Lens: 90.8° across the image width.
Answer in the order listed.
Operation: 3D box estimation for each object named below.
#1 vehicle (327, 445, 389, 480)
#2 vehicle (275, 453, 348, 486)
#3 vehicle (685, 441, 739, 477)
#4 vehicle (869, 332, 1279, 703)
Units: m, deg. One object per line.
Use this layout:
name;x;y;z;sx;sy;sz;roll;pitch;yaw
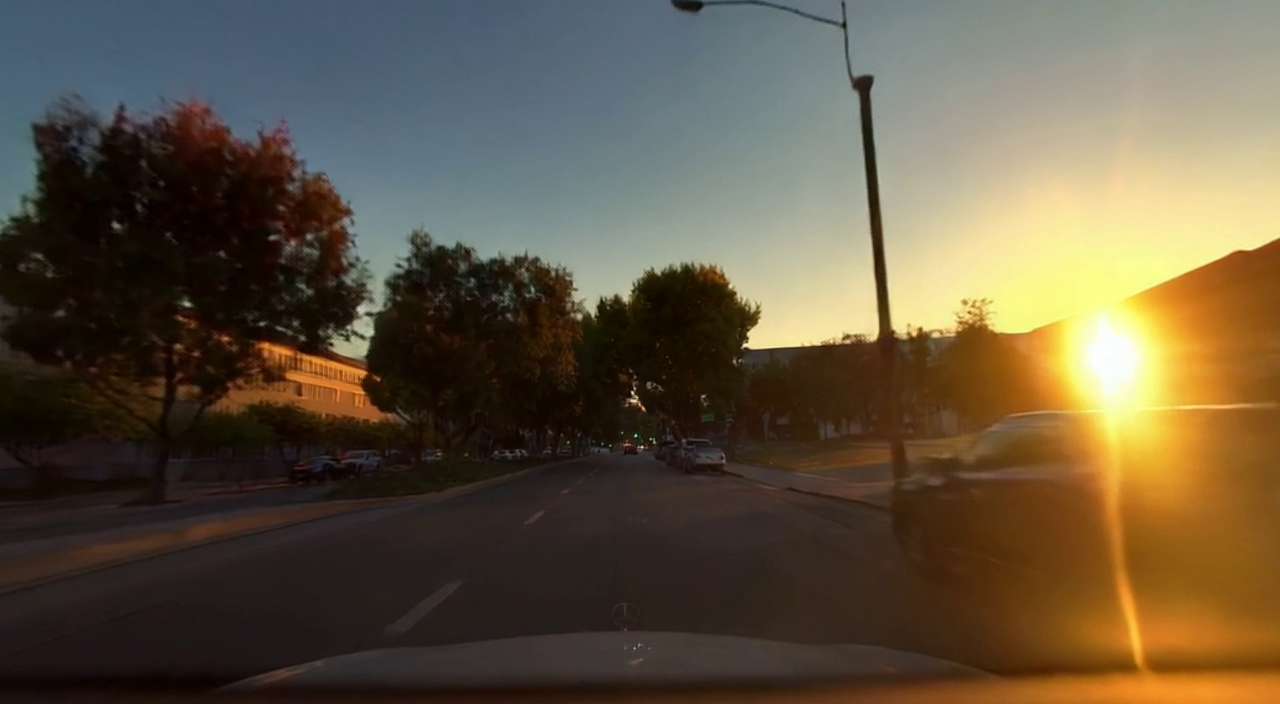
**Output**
vehicle;-18.468;7.231;41.616;2.007;1.806;4.707;-7;-7;-2
vehicle;-18.511;6.598;35.819;1.791;1.461;4.496;-7;-8;-2
vehicle;3.148;4.778;28.566;1.924;1.492;4.587;0;-8;0
vehicle;3.549;1.092;4.491;2.097;1.723;4.586;0;-8;0
